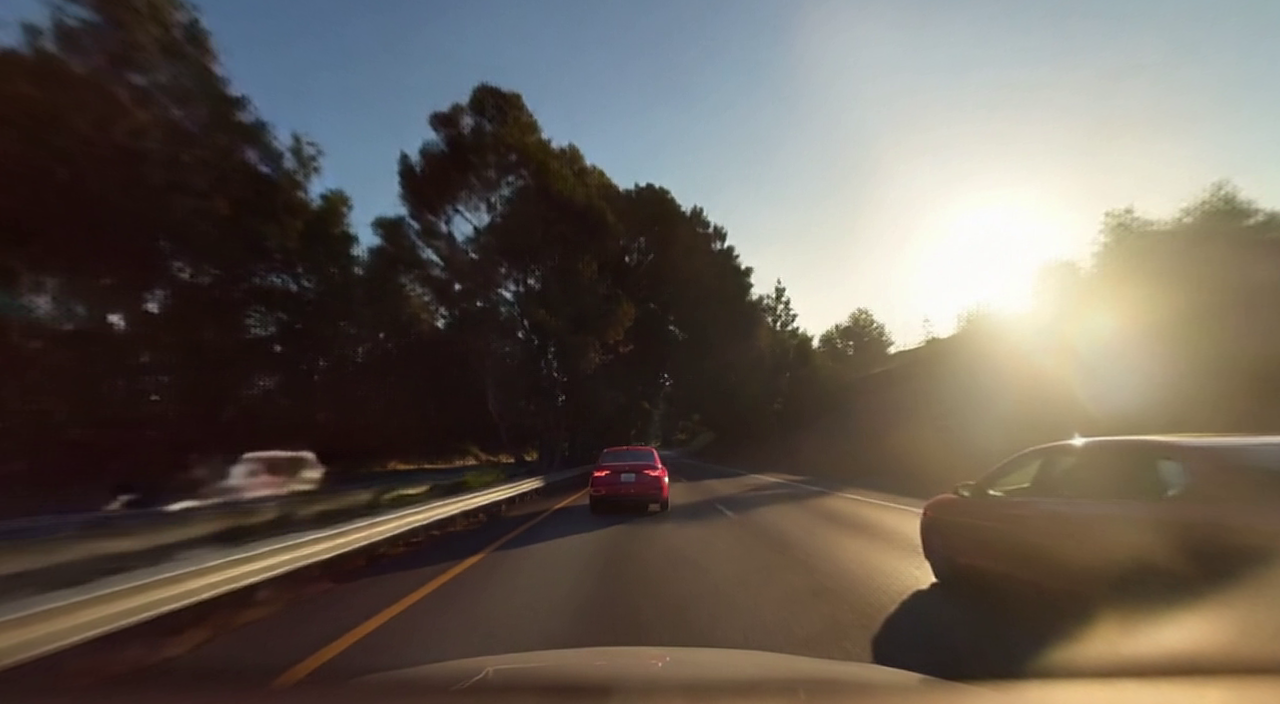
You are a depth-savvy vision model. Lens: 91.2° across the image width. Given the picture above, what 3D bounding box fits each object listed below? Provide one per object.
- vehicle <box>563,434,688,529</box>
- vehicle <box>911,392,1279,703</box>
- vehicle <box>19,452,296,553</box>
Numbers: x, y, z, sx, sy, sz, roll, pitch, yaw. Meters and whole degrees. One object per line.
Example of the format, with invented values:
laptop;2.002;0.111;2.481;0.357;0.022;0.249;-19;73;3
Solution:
vehicle;-0.328;2.503;12.696;2.083;1.548;4.251;0;-9;-2
vehicle;3.691;1.131;3.911;2.021;1.533;4.014;0;-9;-3
vehicle;-9.033;2.785;12.303;1.925;1.558;4.069;-1;-9;6
